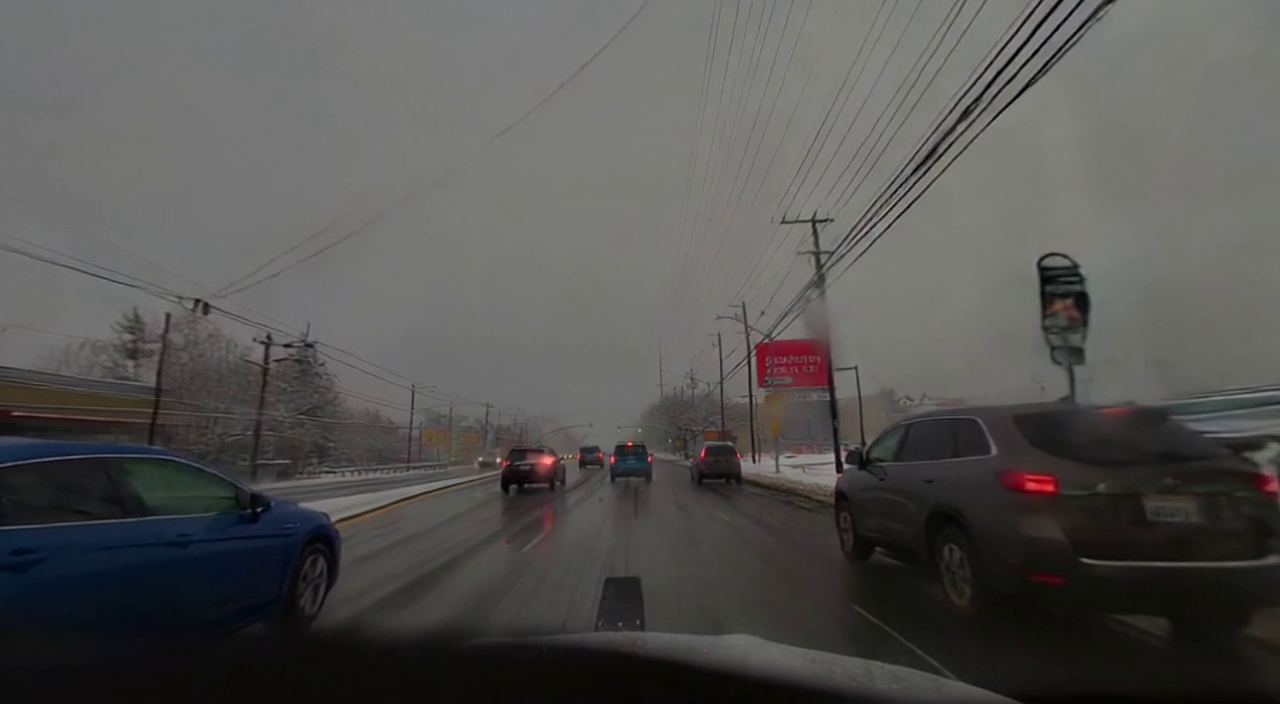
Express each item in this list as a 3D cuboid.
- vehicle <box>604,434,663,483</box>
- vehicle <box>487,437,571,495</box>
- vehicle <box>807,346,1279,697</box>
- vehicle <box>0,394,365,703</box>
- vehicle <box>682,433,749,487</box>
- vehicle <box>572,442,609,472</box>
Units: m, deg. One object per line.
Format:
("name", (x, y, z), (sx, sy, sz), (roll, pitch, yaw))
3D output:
("vehicle", (-0.316, 4.574, 27.405), (2.326, 1.925, 4.253), (0, -8, -1))
("vehicle", (-3.511, 3.660, 20.692), (2.051, 1.671, 3.861), (0, -8, 0))
("vehicle", (3.429, 1.257, 5.962), (2.282, 1.897, 4.915), (0, -8, -1))
("vehicle", (-3.246, 1.005, 2.867), (2.022, 1.498, 4.471), (0, -8, -1))
("vehicle", (2.885, 4.214, 24.984), (2.026, 1.904, 4.102), (0, -8, -1))
("vehicle", (-3.576, 7.660, 46.594), (2.405, 2.009, 5.909), (0, -8, -1))
